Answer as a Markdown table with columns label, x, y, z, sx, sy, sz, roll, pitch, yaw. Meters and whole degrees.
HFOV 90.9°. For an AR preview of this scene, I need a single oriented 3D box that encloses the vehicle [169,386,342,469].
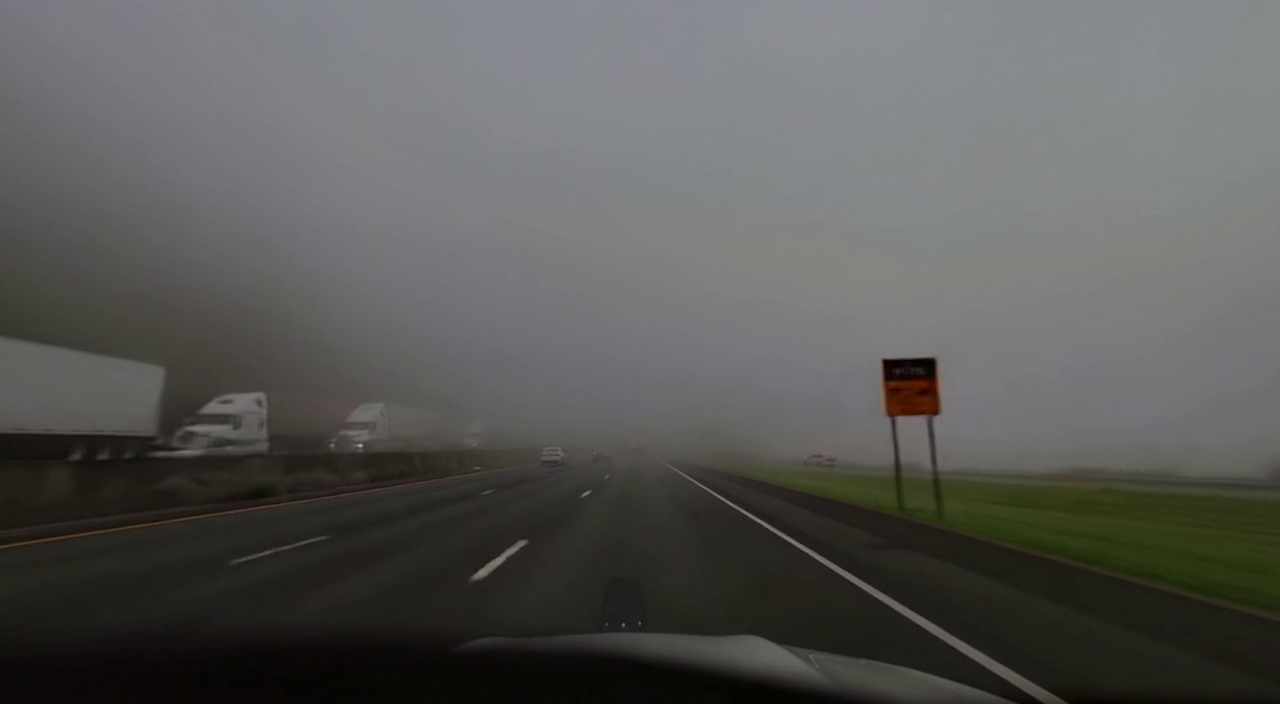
| label | x | y | z | sx | sy | sz | roll | pitch | yaw |
| --- | --- | --- | --- | --- | --- | --- | --- | --- | --- |
| vehicle | -18.737 | 3.974 | 31.781 | 2.774 | 3.524 | 9.153 | -1 | -9 | 1 |

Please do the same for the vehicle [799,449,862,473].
| label | x | y | z | sx | sy | sz | roll | pitch | yaw |
| --- | --- | --- | --- | --- | --- | --- | --- | --- | --- |
| vehicle | 14.658 | 8.434 | 48.675 | 2.080 | 1.725 | 4.252 | 8 | -12 | -34 |

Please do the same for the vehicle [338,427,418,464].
| label | x | y | z | sx | sy | sz | roll | pitch | yaw |
| --- | --- | --- | --- | --- | --- | --- | --- | --- | --- |
| vehicle | -13.988 | 5.062 | 34.057 | 2.133 | 1.816 | 5.142 | 0 | -9 | -1 |

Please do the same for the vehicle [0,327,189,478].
| label | x | y | z | sx | sy | sz | roll | pitch | yaw |
| --- | --- | --- | --- | --- | --- | --- | --- | --- | --- |
| vehicle | -18.497 | 1.298 | 16.404 | 2.834 | 3.974 | 14.371 | 0 | -9 | 0 |

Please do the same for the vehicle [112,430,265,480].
| label | x | y | z | sx | sy | sz | roll | pitch | yaw |
| --- | --- | --- | --- | --- | --- | --- | --- | --- | --- |
| vehicle | -14.310 | 3.303 | 20.325 | 1.841 | 1.428 | 4.119 | 0 | -9 | 0 |

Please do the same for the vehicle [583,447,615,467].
| label | x | y | z | sx | sy | sz | roll | pitch | yaw |
| --- | --- | --- | --- | --- | --- | --- | --- | --- | --- |
| vehicle | -3.079 | 8.047 | 48.217 | 2.076 | 1.453 | 4.094 | 0 | -9 | 1 |
